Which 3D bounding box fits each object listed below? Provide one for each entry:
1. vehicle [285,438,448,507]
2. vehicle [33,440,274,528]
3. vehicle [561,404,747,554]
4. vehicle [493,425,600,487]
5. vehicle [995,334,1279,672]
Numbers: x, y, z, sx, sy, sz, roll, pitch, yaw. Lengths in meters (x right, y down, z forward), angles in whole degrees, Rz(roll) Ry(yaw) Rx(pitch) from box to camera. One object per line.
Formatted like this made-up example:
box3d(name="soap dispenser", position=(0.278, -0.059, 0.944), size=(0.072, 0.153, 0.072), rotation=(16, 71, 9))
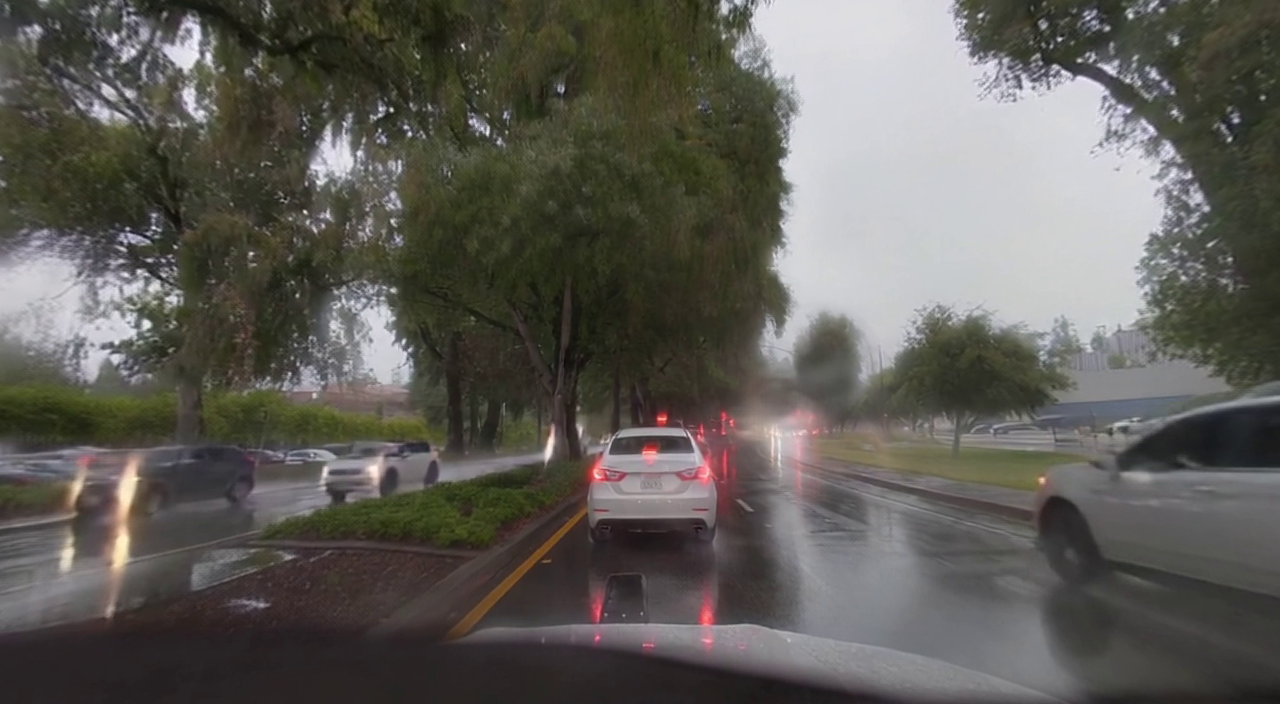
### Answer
box3d(name="vehicle", position=(-6.709, 2.985, 16.167), size=(1.923, 1.492, 4.577), rotation=(-1, -8, 3))
box3d(name="vehicle", position=(-10.865, 2.913, 14.631), size=(2.005, 1.701, 4.355), rotation=(-1, -8, 1))
box3d(name="vehicle", position=(0.202, 1.777, 9.462), size=(2.154, 1.710, 4.128), rotation=(-1, -8, 1))
box3d(name="vehicle", position=(-2.922, 3.402, 20.966), size=(2.057, 1.786, 4.725), rotation=(-2, -8, 11))
box3d(name="vehicle", position=(4.612, 0.957, 4.051), size=(2.059, 1.864, 4.700), rotation=(2, -8, 2))
